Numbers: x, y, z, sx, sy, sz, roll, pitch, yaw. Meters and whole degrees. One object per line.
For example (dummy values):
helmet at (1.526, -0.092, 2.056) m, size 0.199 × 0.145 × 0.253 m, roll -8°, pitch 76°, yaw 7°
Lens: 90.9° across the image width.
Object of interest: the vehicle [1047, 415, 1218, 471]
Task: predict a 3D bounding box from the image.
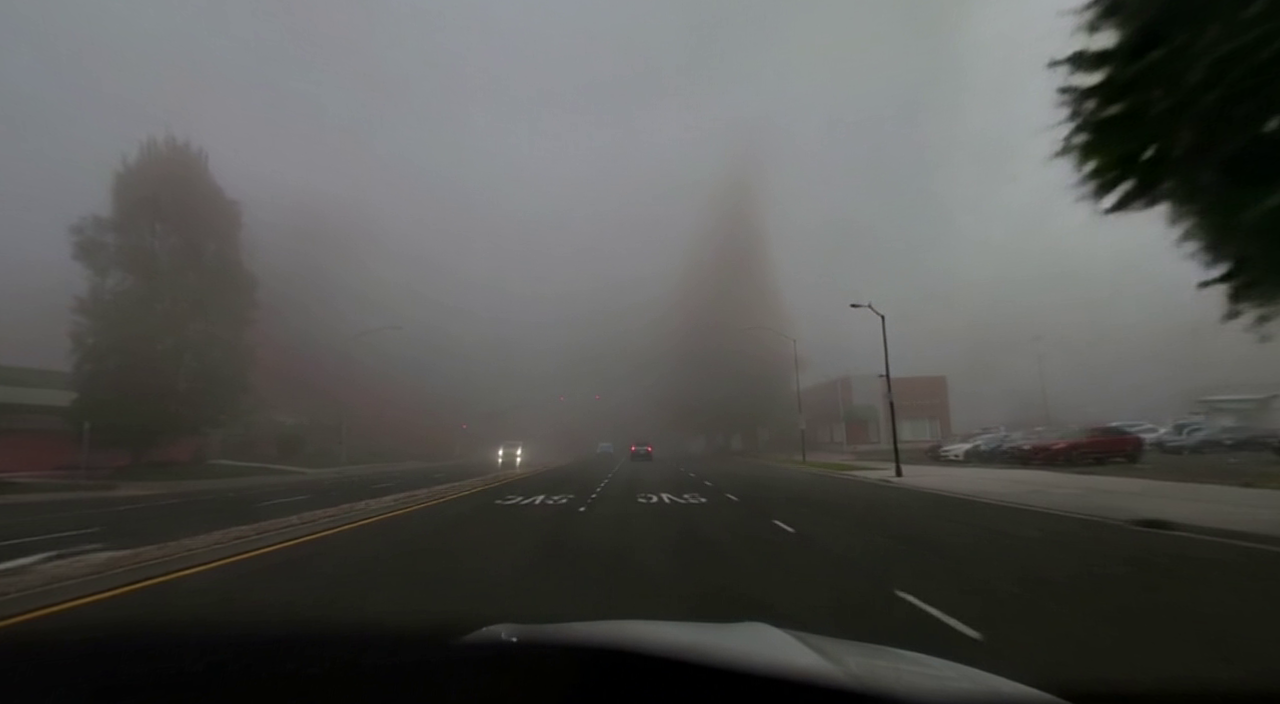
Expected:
vehicle at (18.135, 3.367, 23.329) m, size 4.904 × 1.577 × 1.863 m, roll -3°, pitch -9°, yaw -8°

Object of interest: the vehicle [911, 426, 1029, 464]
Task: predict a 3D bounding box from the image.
vehicle at (17.709, 5.006, 34.024) m, size 5.117 × 1.933 × 2.035 m, roll -1°, pitch -8°, yaw 3°

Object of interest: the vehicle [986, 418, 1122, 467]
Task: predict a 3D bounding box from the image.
vehicle at (17.009, 3.764, 26.117) m, size 3.928 × 1.661 × 2.249 m, roll -4°, pitch -9°, yaw -1°

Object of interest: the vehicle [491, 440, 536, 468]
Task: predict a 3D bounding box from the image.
vehicle at (-8.611, 6.982, 43.222) m, size 2.149 × 1.793 × 4.468 m, roll 0°, pitch -9°, yaw 0°
